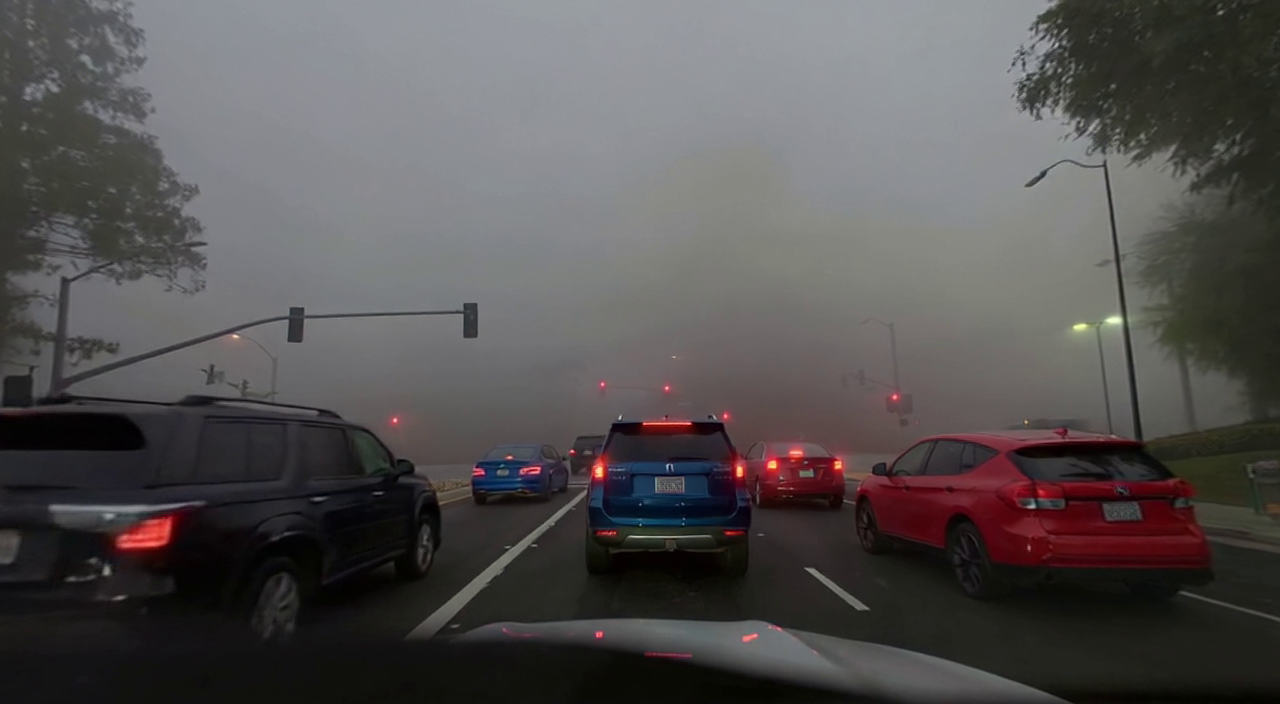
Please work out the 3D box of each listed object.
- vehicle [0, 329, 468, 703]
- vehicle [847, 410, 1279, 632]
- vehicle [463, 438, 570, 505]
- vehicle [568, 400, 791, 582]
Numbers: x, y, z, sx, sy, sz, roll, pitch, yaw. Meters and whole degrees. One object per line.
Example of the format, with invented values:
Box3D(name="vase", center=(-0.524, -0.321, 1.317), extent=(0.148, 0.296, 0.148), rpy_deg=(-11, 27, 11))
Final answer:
Box3D(name="vehicle", center=(-3.118, 1.164, 5.060), extent=(2.054, 1.814, 4.941), rpy_deg=(0, -8, 0))
Box3D(name="vehicle", center=(3.897, 1.526, 6.654), extent=(1.954, 1.592, 3.992), rpy_deg=(0, -8, -2))
Box3D(name="vehicle", center=(-3.044, 3.033, 16.486), extent=(1.876, 1.497, 4.308), rpy_deg=(0, -8, 0))
Box3D(name="vehicle", center=(0.387, 1.679, 8.406), extent=(2.172, 1.764, 4.338), rpy_deg=(0, -8, 0))
